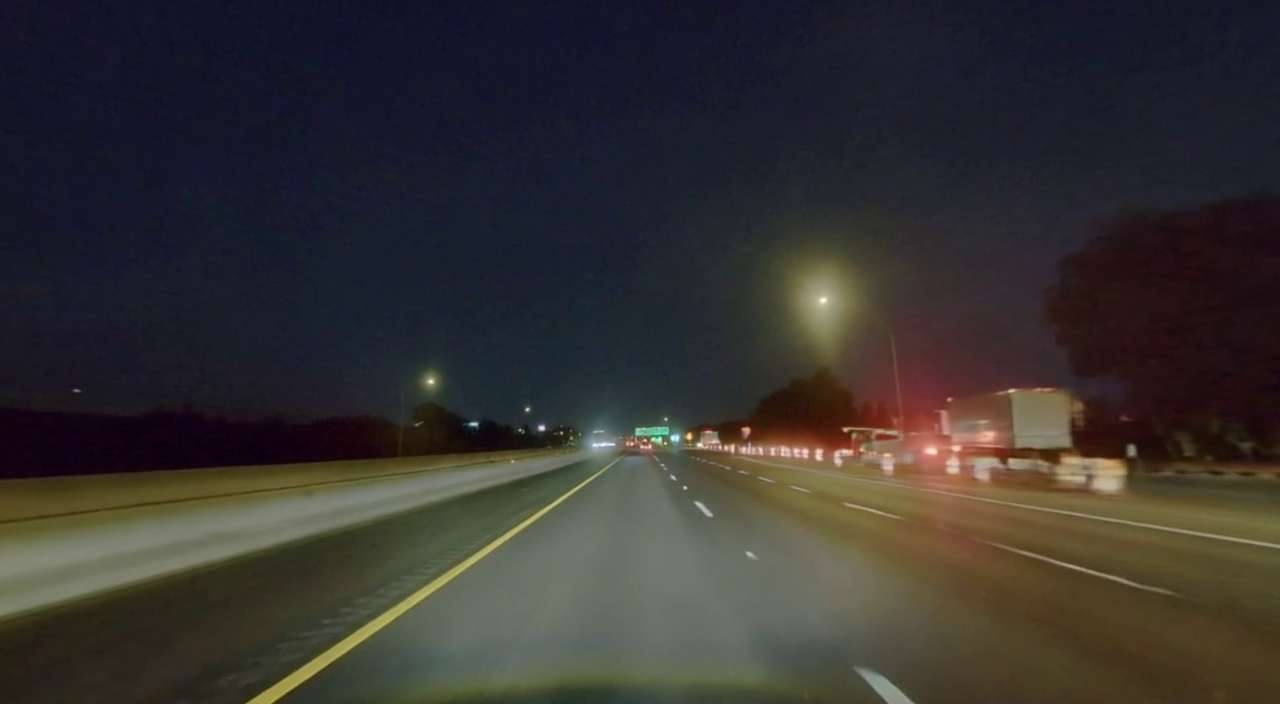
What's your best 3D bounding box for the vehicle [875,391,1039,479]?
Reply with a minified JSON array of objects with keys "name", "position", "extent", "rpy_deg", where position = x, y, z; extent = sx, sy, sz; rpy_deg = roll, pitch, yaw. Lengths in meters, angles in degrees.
[{"name":"vehicle","position":[13.197,3.609,27.205],"extent":[2.905,3.106,7.417],"rpy_deg":[-3,-8,-1]}]
